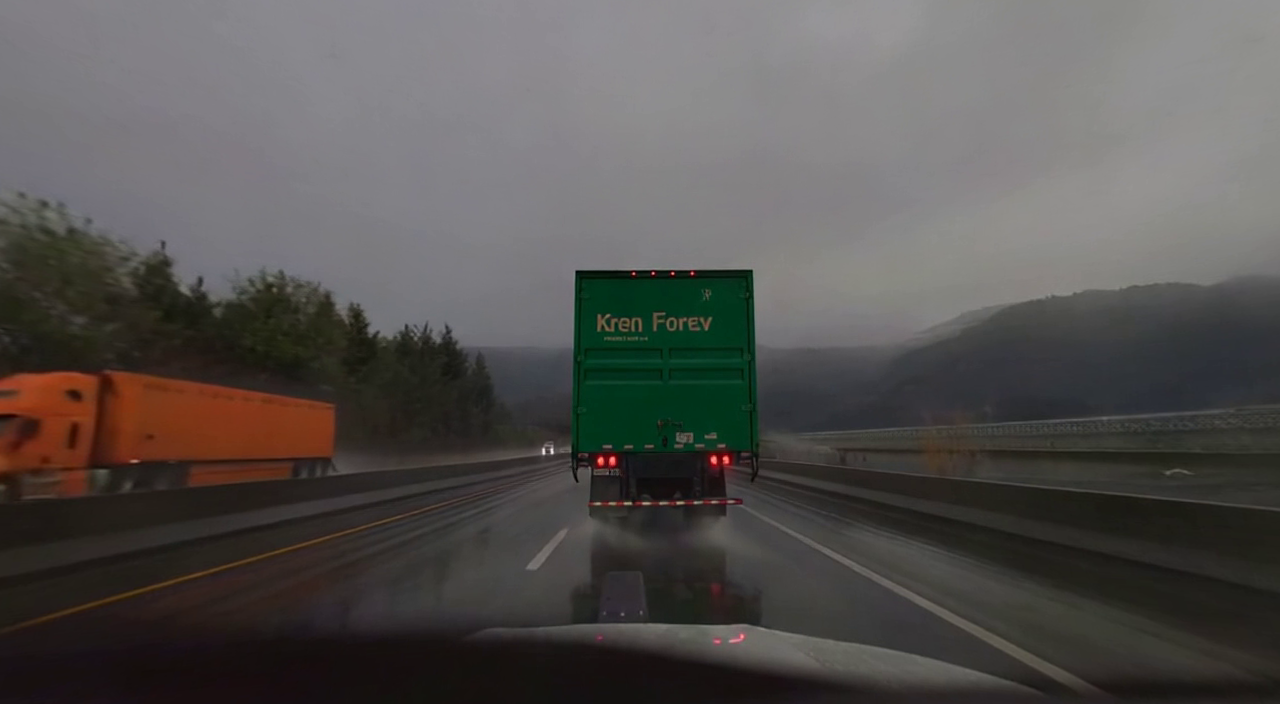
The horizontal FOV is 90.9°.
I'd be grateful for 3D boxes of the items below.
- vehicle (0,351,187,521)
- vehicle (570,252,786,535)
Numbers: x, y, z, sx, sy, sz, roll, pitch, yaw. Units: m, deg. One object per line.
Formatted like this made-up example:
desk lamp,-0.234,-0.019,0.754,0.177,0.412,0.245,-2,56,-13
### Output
vehicle,-16.526,2.405,17.680,2.997,3.998,5.894,0,-9,0
vehicle,0.486,1.693,16.868,3.230,4.377,14.405,0,-9,-1
